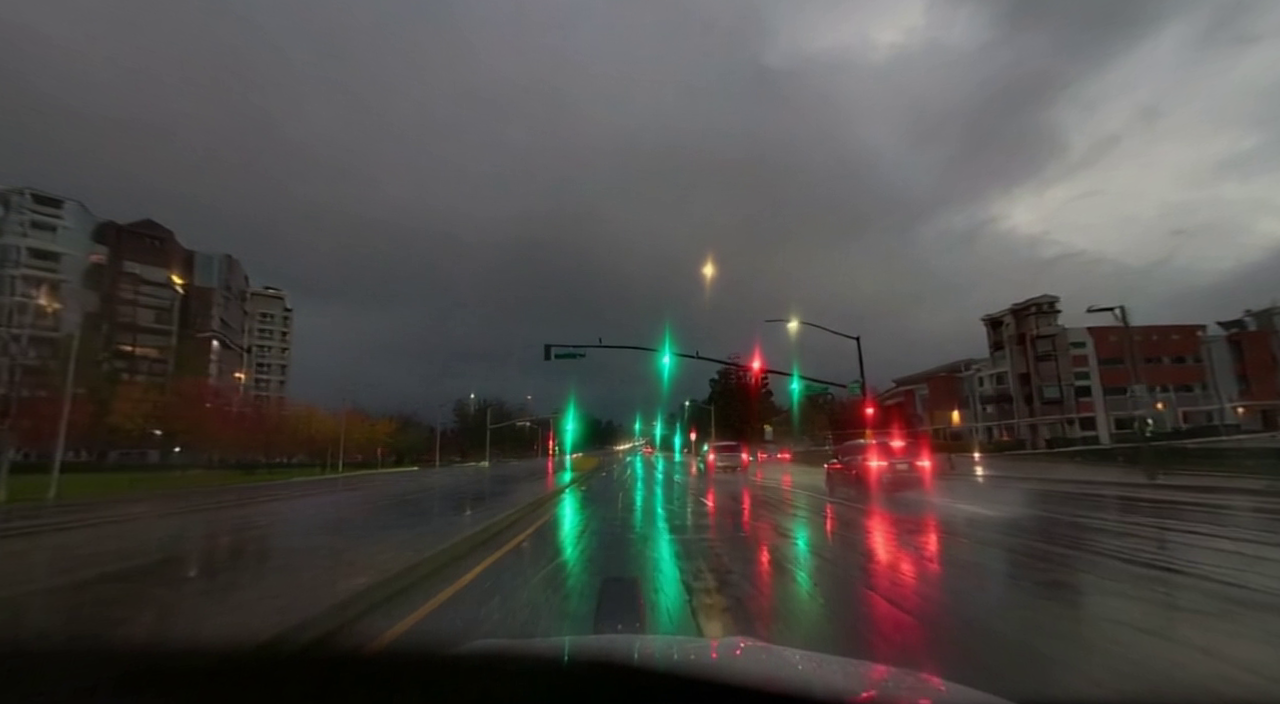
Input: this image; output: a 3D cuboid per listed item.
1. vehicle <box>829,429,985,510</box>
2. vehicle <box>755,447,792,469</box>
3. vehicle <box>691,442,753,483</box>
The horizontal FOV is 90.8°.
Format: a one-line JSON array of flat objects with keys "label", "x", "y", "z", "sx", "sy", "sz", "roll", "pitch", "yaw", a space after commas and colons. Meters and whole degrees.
[{"label": "vehicle", "x": 6.644, "y": 2.954, "z": 16.397, "sx": 1.946, "sy": 1.773, "sz": 4.641, "roll": 0, "pitch": -9, "yaw": -1}, {"label": "vehicle", "x": 10.172, "y": 8.060, "z": 48.383, "sx": 1.842, "sy": 1.569, "sz": 4.122, "roll": 0, "pitch": -9, "yaw": -1}, {"label": "vehicle", "x": 3.320, "y": 4.554, "z": 26.283, "sx": 1.917, "sy": 1.538, "sz": 4.259, "roll": 0, "pitch": -9, "yaw": -1}]
